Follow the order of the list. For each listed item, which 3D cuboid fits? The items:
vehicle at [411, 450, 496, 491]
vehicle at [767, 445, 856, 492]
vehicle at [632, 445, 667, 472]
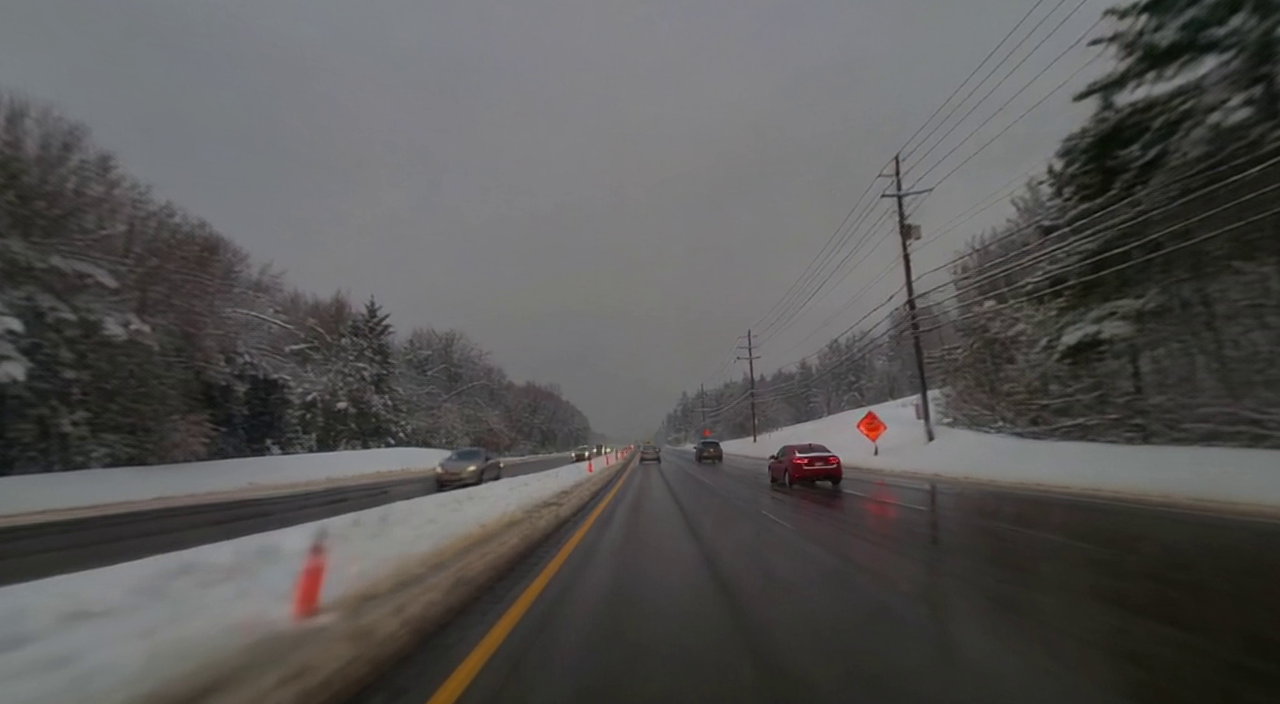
[{"bbox_3d":[-7.435,4.739,25.677,1.929,1.470,4.649,-1,-8,2],"label":"vehicle"},{"bbox_3d":[5.683,3.874,21.421,1.881,1.409,4.016,0,-8,0],"label":"vehicle"},{"bbox_3d":[0.616,6.700,40.049,2.096,1.583,4.150,0,-8,1],"label":"vehicle"}]
